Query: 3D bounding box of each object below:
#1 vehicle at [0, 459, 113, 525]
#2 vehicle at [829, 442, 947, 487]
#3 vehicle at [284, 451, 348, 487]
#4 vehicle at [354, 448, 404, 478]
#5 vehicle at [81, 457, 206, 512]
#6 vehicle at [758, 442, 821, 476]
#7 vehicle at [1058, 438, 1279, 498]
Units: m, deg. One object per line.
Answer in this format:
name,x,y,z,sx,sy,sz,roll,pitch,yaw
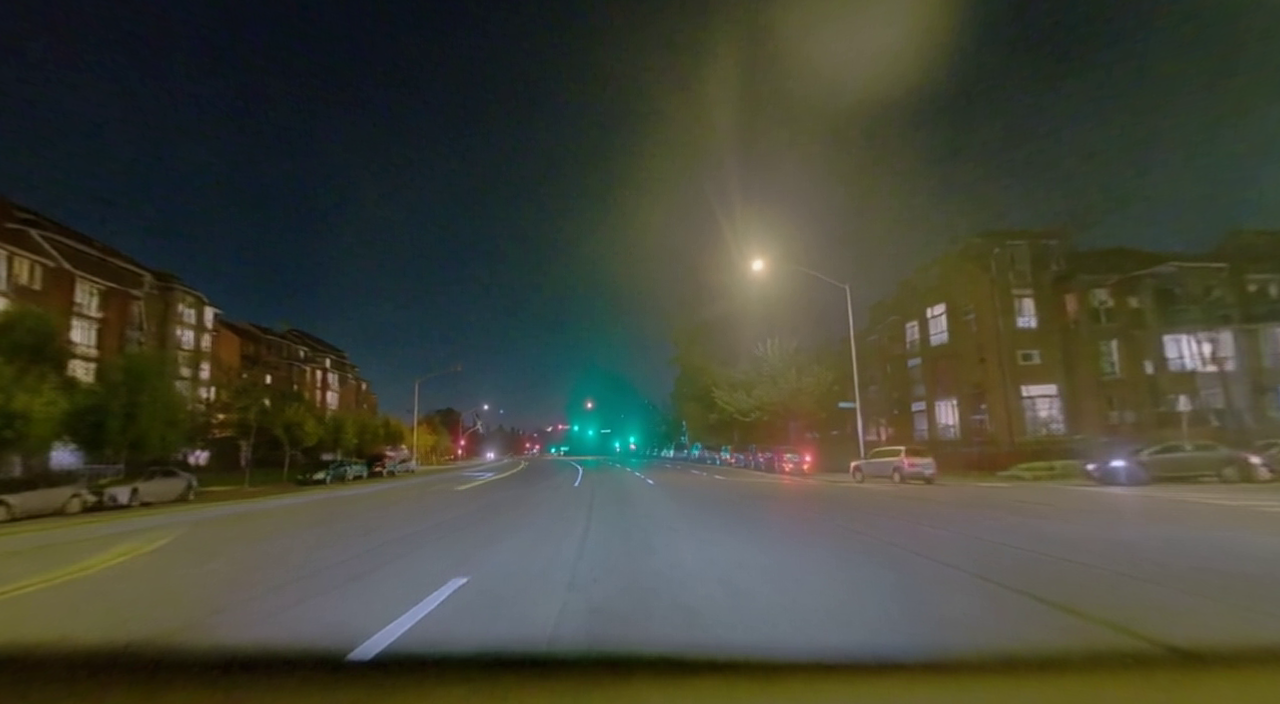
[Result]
vehicle,-17.507,3.927,17.600,1.802,1.477,4.648,-3,-6,-3
vehicle,9.881,4.489,25.459,1.919,1.627,4.196,5,-10,-25
vehicle,-18.825,6.787,36.855,1.916,1.657,4.366,-1,-6,-7
vehicle,-20.181,8.588,49.048,2.111,1.908,5.586,0,-7,-7
vehicle,-17.769,4.703,22.793,1.836,1.512,3.581,-2,-6,-4
vehicle,8.374,6.058,35.783,2.039,1.752,4.876,1,-9,-4
vehicle,16.007,3.450,19.072,5.088,1.538,2.114,-2,-7,3
